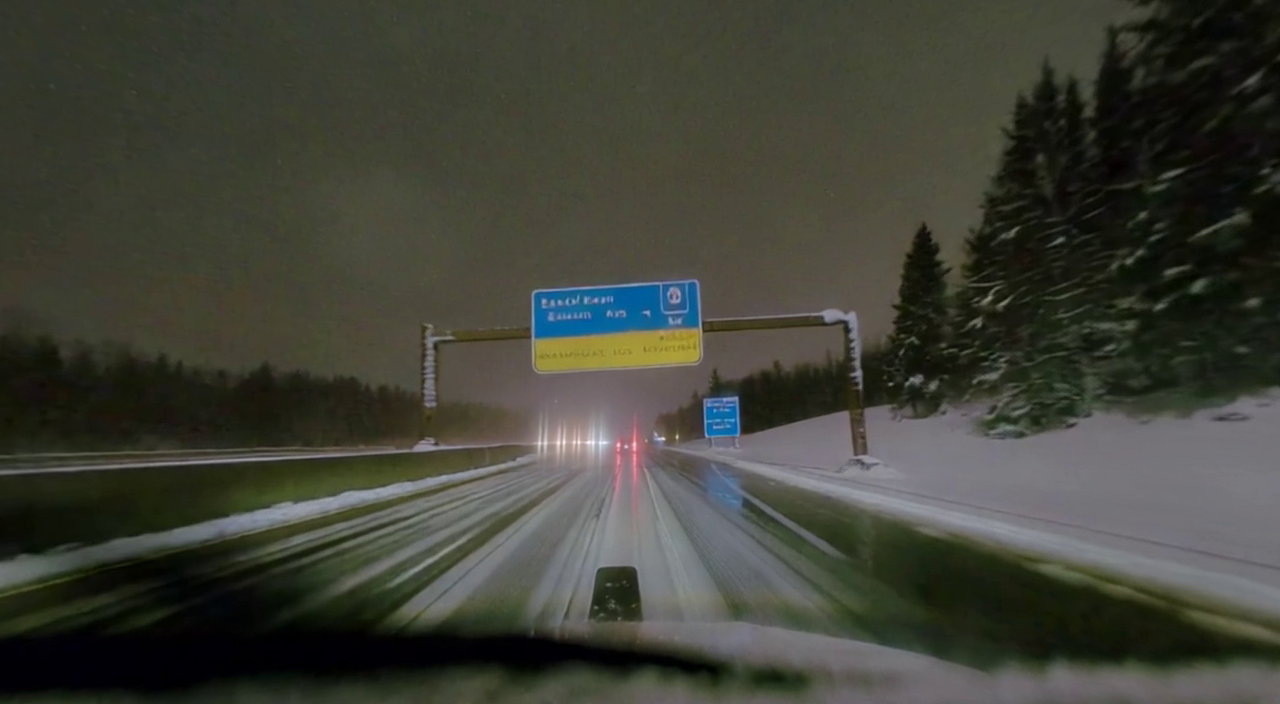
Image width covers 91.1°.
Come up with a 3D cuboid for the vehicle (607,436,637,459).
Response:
[{"bbox_3d":[-1.225,6.647,43.826,2.025,1.519,3.924,0,-8,-1],"label":"vehicle"}]
